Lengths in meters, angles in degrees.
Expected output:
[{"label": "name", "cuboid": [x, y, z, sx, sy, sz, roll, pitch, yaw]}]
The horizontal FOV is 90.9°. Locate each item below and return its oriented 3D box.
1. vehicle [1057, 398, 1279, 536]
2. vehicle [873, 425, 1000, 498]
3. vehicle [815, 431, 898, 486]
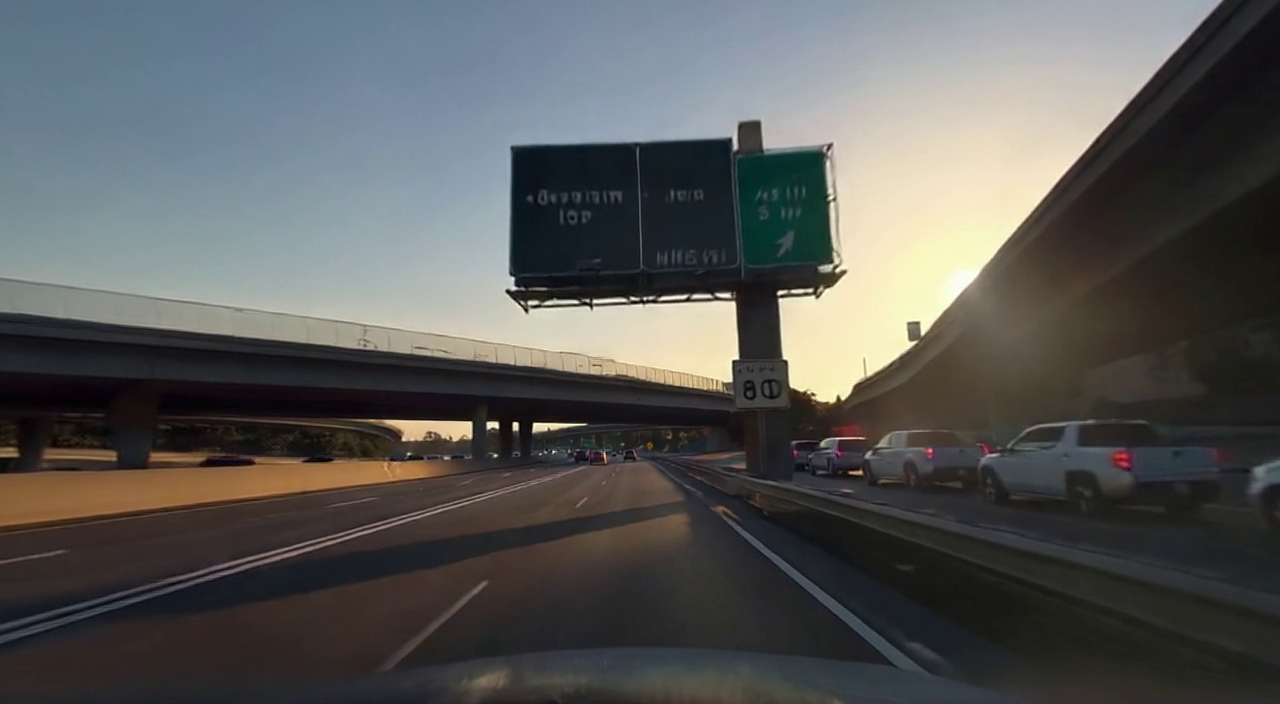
[{"label": "vehicle", "cuboid": [18.895, 3.818, 21.589, 2.619, 3.750, 9.673, 0, -9, 1]}, {"label": "vehicle", "cuboid": [16.295, 6.066, 35.618, 2.791, 3.573, 9.032, 0, -9, 0]}, {"label": "vehicle", "cuboid": [16.022, 7.936, 47.487, 2.704, 3.716, 9.364, 0, -9, -1]}]
